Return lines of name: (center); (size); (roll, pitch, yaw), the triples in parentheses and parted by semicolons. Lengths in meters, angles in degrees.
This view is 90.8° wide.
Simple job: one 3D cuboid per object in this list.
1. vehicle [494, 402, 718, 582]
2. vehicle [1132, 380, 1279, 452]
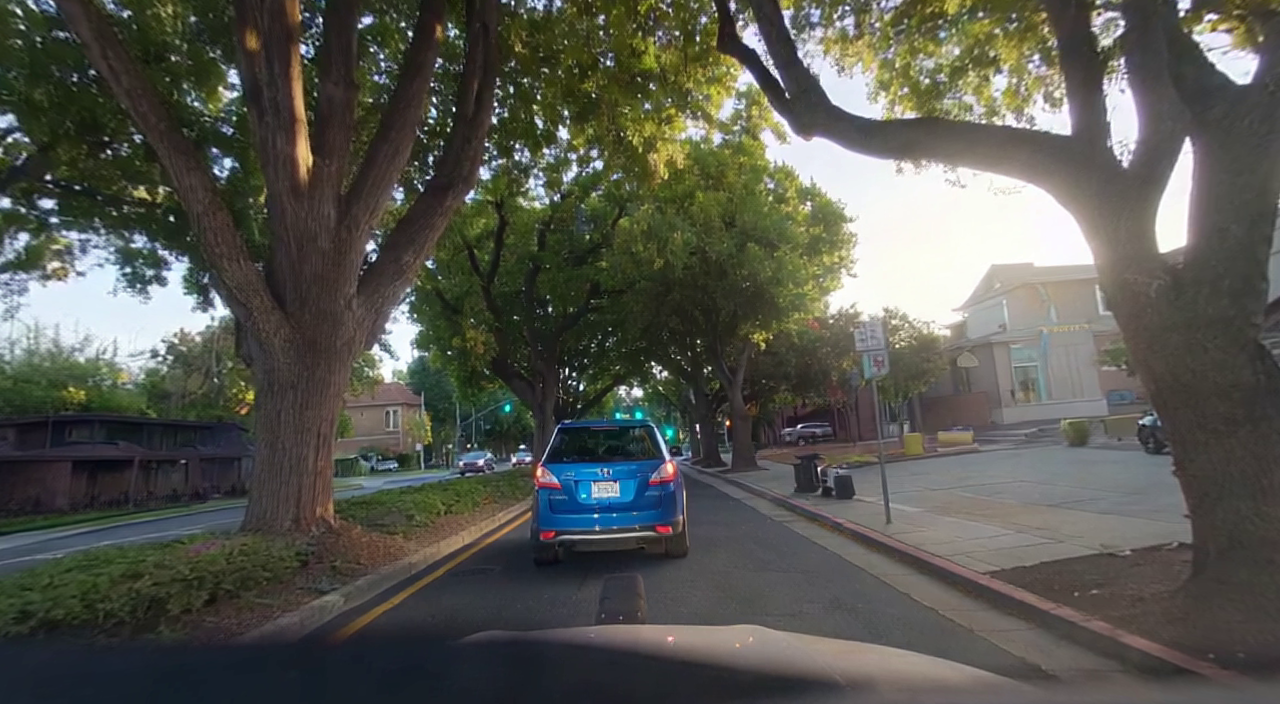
vehicle: (-0.277, 1.629, 8.049); (2.136, 1.703, 3.910); (-1, -8, 2)
vehicle: (13.810, 1.443, 13.906); (4.270, 1.486, 2.042); (-5, -10, 27)
